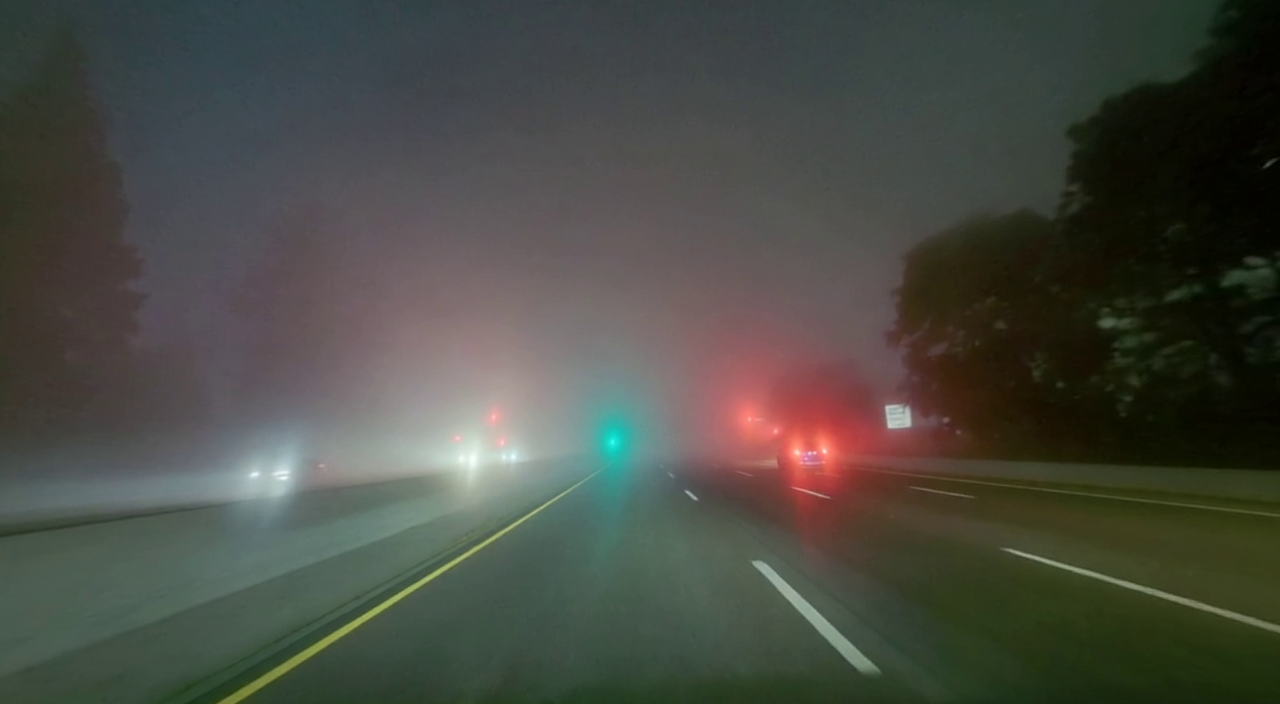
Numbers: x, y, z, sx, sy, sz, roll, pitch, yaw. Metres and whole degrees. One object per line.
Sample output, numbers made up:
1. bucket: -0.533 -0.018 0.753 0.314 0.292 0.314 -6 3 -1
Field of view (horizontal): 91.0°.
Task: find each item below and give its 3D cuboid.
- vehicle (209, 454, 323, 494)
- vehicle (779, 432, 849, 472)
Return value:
1. vehicle: -15.546 5.068 26.526 1.889 1.463 4.690 -1 -8 0
2. vehicle: 8.689 5.046 31.913 2.170 1.830 4.720 0 -8 0
